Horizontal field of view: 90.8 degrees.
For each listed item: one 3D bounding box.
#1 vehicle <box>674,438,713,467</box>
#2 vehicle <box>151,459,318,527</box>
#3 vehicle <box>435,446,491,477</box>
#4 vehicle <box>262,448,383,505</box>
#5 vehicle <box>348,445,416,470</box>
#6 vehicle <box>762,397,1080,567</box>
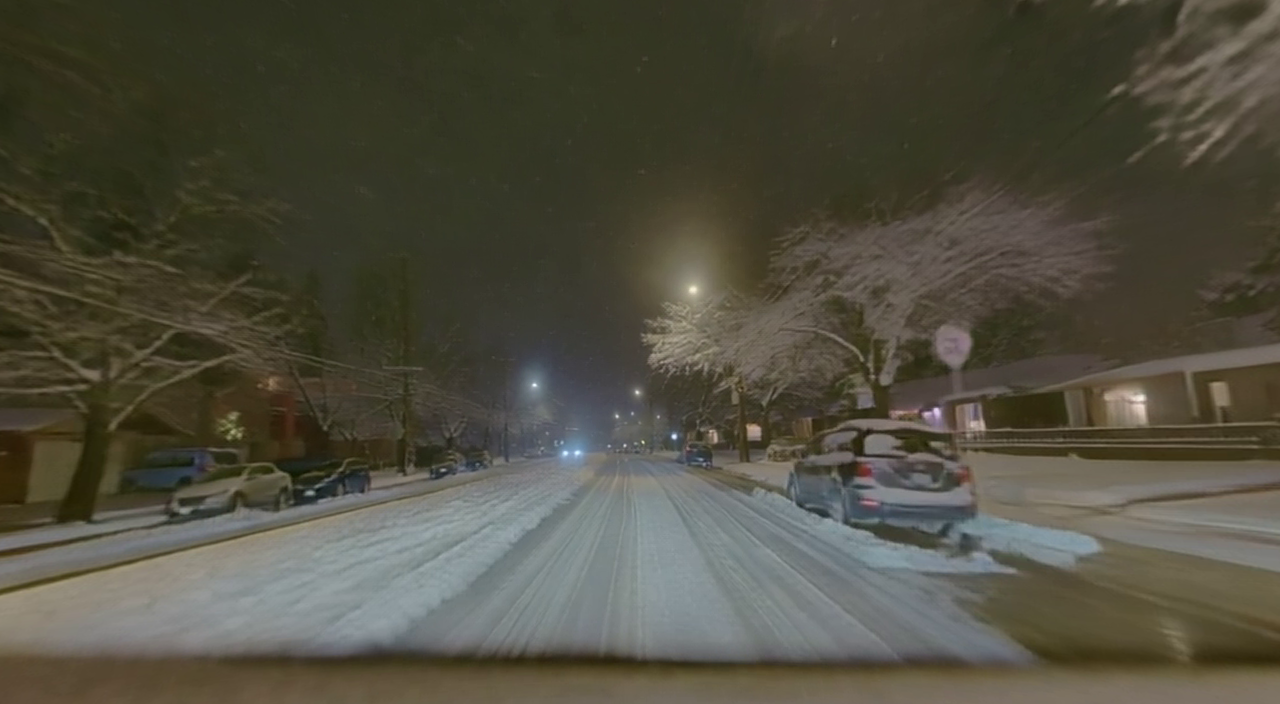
[{"bbox_3d":[3.566,6.832,43.166,2.176,1.793,5.534,0,-8,-1],"label":"vehicle"},{"bbox_3d":[-11.094,3.828,17.764,1.815,1.532,4.517,0,-8,-2],"label":"vehicle"},{"bbox_3d":[-11.210,6.933,40.376,2.293,1.836,4.586,0,-8,-1],"label":"vehicle"},{"bbox_3d":[-11.126,4.353,22.607,1.981,1.790,4.682,0,-8,-1],"label":"vehicle"},{"bbox_3d":[-20.298,8.336,49.843,4.398,1.902,2.043,0,-8,1],"label":"vehicle"},{"bbox_3d":[3.826,1.937,10.319,2.319,1.938,5.961,0,-8,-1],"label":"vehicle"}]
